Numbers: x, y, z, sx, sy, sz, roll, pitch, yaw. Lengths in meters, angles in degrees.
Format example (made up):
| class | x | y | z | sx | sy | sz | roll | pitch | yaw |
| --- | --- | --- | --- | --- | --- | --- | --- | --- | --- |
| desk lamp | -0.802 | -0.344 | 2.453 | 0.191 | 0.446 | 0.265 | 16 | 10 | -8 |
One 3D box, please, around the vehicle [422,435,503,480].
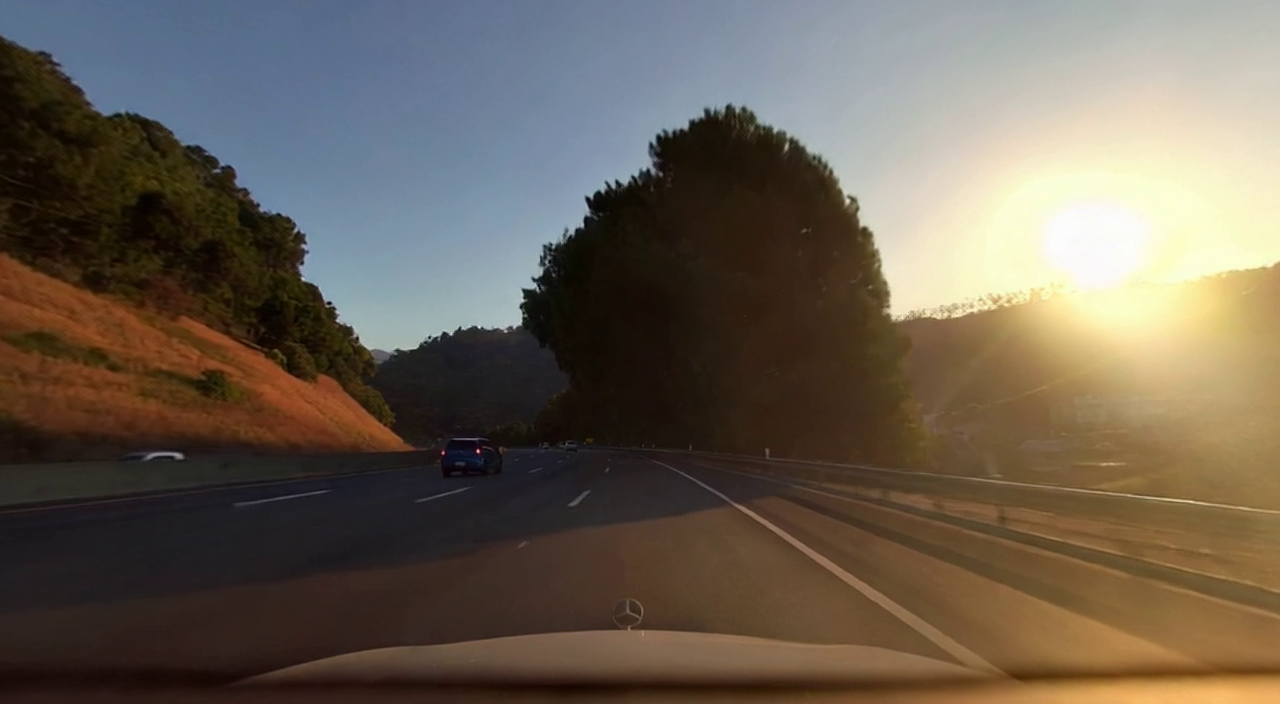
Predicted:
| class | x | y | z | sx | sy | sz | roll | pitch | yaw |
| --- | --- | --- | --- | --- | --- | --- | --- | --- | --- |
| vehicle | -7.287 | 4.394 | 26.475 | 2.046 | 1.712 | 4.533 | 0 | -8 | 0 |
